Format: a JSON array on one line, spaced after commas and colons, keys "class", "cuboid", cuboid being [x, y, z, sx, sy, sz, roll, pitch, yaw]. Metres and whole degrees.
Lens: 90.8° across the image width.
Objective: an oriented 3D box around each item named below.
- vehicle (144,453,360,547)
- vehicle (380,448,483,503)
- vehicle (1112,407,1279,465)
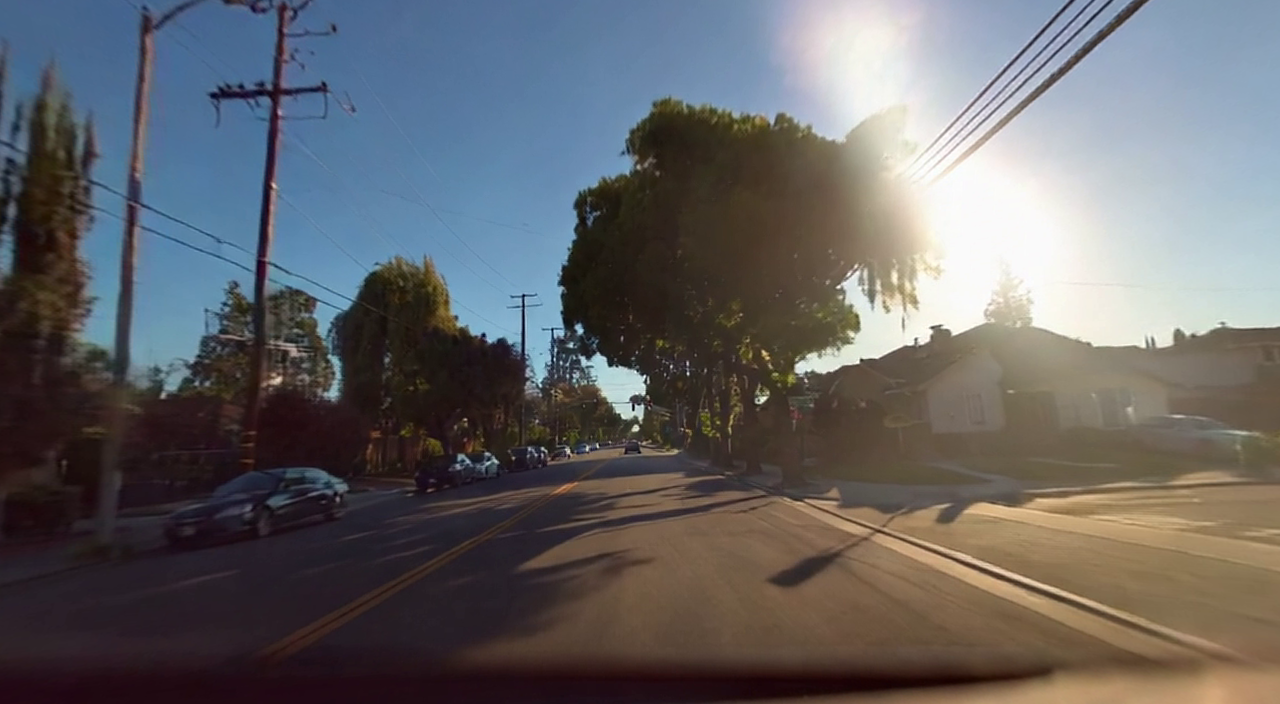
[{"class": "vehicle", "cuboid": [-7.512, 2.850, 12.787, 1.949, 1.512, 3.818, 0, -8, -1]}, {"class": "vehicle", "cuboid": [-7.364, 4.349, 22.832, 1.839, 1.494, 4.757, -8, -9, 2]}, {"class": "vehicle", "cuboid": [17.369, 2.544, 19.308, 1.883, 1.498, 5.152, -2, -7, 0]}]
